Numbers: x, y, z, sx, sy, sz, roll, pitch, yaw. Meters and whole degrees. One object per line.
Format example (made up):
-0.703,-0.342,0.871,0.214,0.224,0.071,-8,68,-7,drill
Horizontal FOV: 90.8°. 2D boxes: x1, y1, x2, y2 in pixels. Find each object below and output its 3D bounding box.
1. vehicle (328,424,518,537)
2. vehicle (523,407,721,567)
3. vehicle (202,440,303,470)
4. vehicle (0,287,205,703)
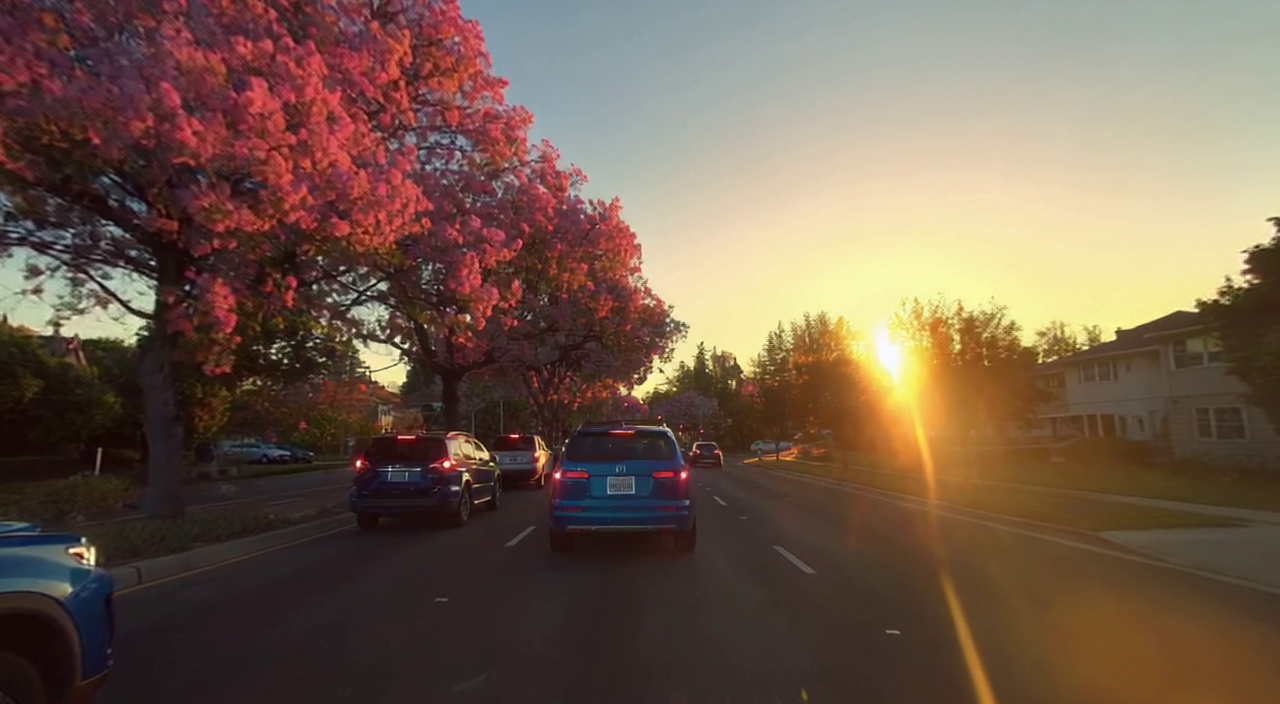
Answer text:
-3.665,2.233,11.641,1.948,1.668,4.279,0,-8,0,vehicle
-0.202,1.745,8.868,2.112,1.693,4.058,0,-8,0,vehicle
-28.528,7.579,46.814,5.856,2.096,2.481,3,-9,-18,vehicle
-3.526,0.528,0.946,2.304,1.928,4.833,0,-8,-1,vehicle
